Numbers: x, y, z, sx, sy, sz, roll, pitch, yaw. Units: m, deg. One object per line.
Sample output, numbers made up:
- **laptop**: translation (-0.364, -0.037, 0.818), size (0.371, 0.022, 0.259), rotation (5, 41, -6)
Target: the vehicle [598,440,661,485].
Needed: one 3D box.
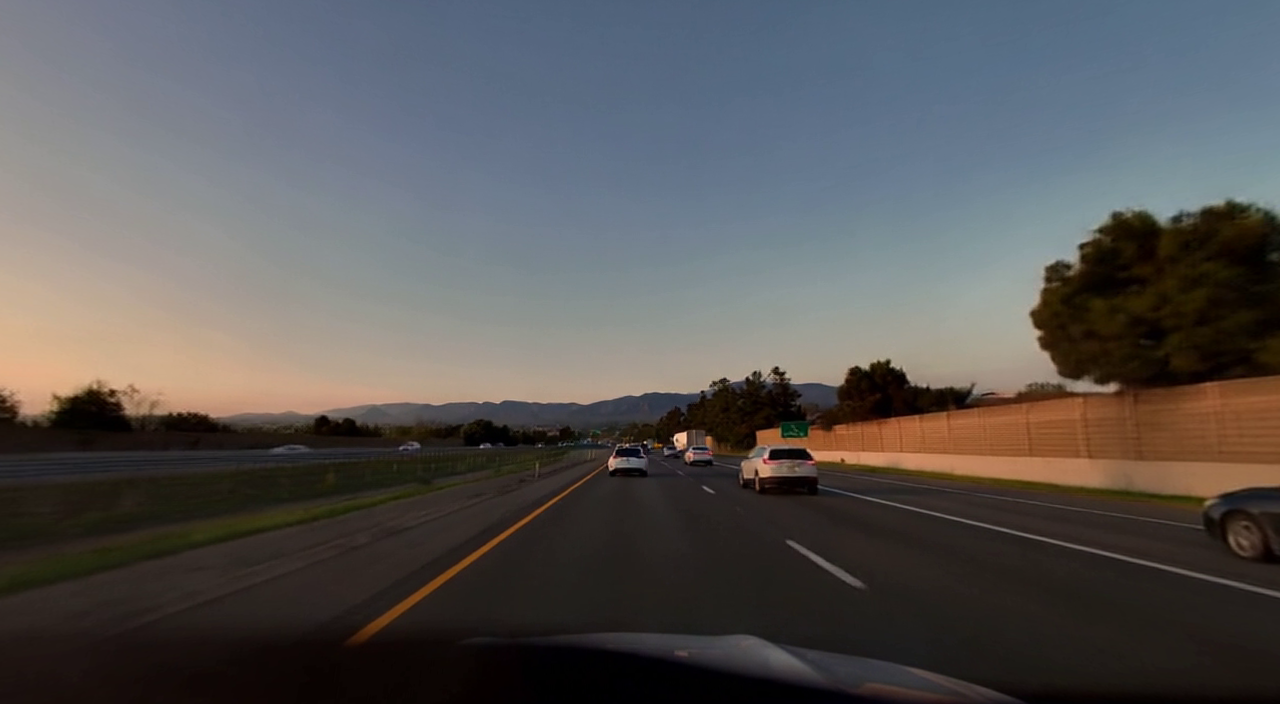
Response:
- **vehicle**: translation (-0.379, 3.928, 22.675), size (2.085, 1.449, 3.860), rotation (0, -9, -1)

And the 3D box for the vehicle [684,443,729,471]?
- **vehicle**: translation (3.624, 5.772, 34.920), size (1.957, 1.447, 4.241), rotation (0, -9, -1)

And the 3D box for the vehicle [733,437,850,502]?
- **vehicle**: translation (3.831, 3.045, 16.728), size (1.949, 1.493, 4.272), rotation (0, -9, -1)
